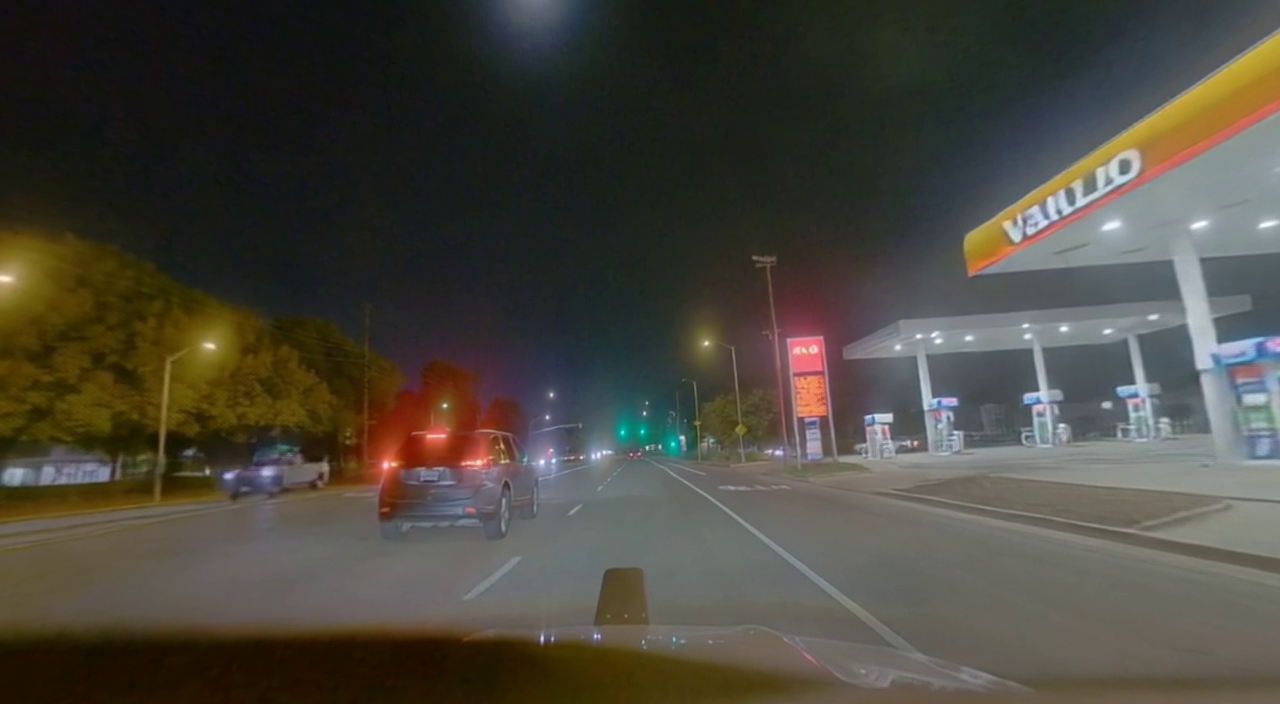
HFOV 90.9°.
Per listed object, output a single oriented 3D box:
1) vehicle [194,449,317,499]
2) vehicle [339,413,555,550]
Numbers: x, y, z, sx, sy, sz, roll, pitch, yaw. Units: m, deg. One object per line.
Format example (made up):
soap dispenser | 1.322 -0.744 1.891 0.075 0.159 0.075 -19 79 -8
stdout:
vehicle | -18.564 5.850 30.900 2.426 2.160 5.660 0 -8 0
vehicle | -2.945 2.110 10.990 2.190 1.844 4.751 0 -8 1
